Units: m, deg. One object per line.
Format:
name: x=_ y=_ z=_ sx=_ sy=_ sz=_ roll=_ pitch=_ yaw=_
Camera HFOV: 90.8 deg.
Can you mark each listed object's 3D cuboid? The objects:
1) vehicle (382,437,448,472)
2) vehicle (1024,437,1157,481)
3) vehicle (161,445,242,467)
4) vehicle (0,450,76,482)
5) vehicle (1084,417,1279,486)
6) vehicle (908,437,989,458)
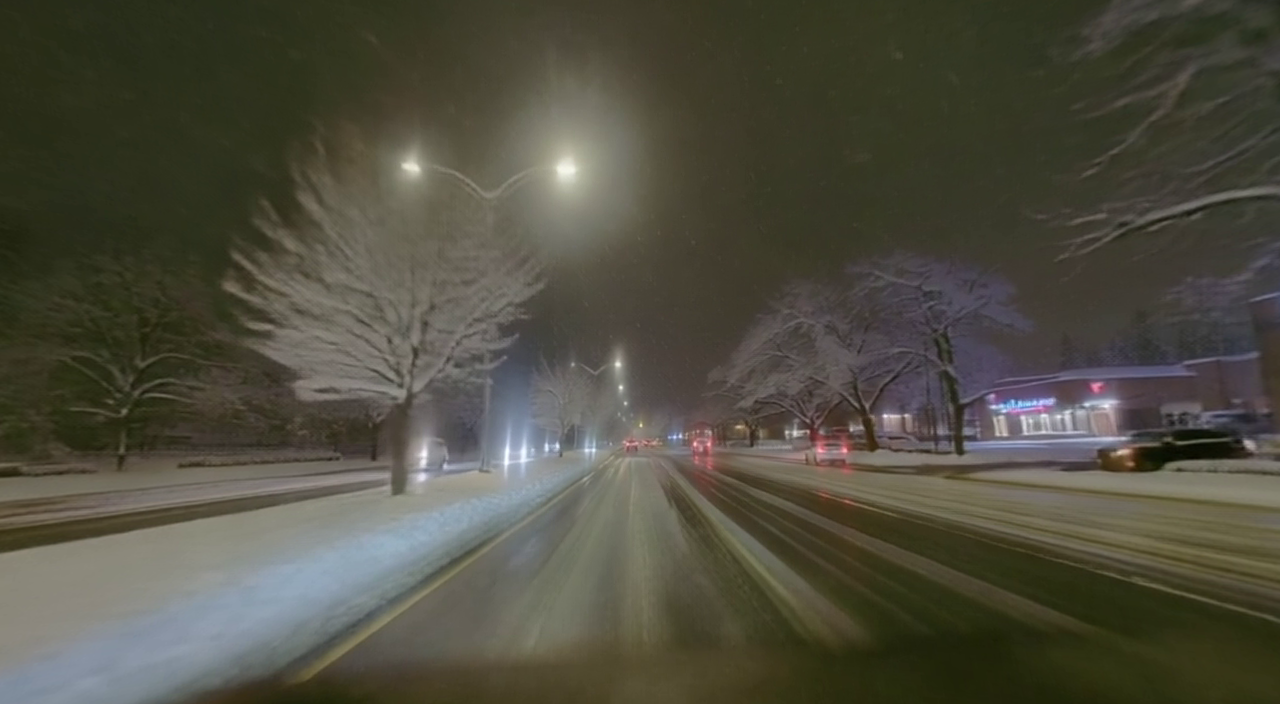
vehicle: x=-11.952 y=5.461 z=33.833 sx=1.985 sy=1.715 sz=4.330 roll=0 pitch=-8 yaw=-1
vehicle: x=16.419 y=3.879 z=23.369 sx=1.892 sy=1.421 sz=4.556 roll=-2 pitch=-8 yaw=6
vehicle: x=-30.973 y=7.336 z=44.715 sx=4.308 sy=1.474 sz=1.917 roll=0 pitch=-8 yaw=-1
vehicle: x=-30.639 y=5.500 z=30.620 sx=4.742 sy=1.459 sz=1.867 roll=0 pitch=-8 yaw=-1
vehicle: x=19.171 y=3.487 z=22.613 sx=2.232 sy=2.008 sz=5.812 roll=-3 pitch=-8 yaw=0
vehicle: x=22.221 y=6.891 z=45.623 sx=4.724 sy=1.471 sz=2.203 roll=0 pitch=-8 yaw=-1
